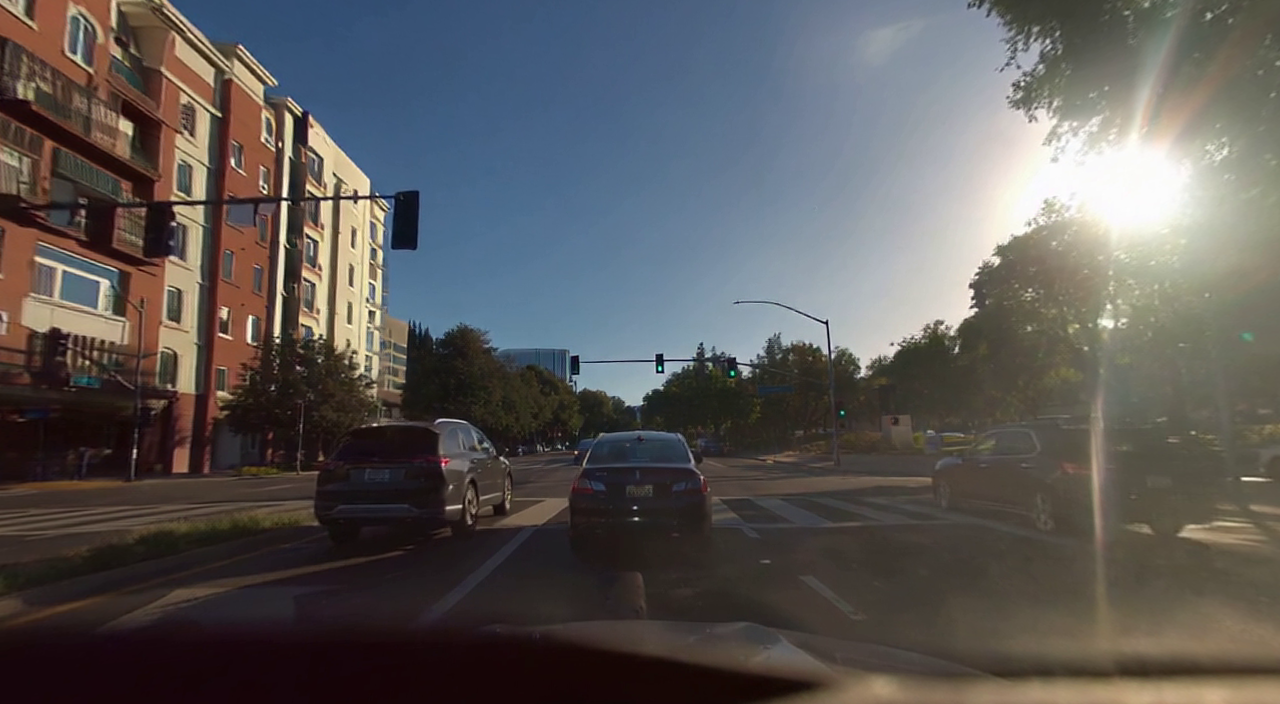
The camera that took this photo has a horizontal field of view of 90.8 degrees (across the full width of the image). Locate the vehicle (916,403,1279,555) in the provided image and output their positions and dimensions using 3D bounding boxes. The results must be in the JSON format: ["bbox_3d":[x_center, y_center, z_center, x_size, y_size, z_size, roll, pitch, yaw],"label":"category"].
[{"bbox_3d":[6.766,1.929,10.354,2.079,1.828,5.323,0,-8,0],"label":"vehicle"}]

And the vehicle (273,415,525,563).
[{"bbox_3d":[-3.220,1.928,9.657,2.081,1.719,4.434,0,-8,0],"label":"vehicle"}]

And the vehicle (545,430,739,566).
[{"bbox_3d":[0.031,1.943,9.154,2.190,1.522,3.850,0,-8,0],"label":"vehicle"}]
